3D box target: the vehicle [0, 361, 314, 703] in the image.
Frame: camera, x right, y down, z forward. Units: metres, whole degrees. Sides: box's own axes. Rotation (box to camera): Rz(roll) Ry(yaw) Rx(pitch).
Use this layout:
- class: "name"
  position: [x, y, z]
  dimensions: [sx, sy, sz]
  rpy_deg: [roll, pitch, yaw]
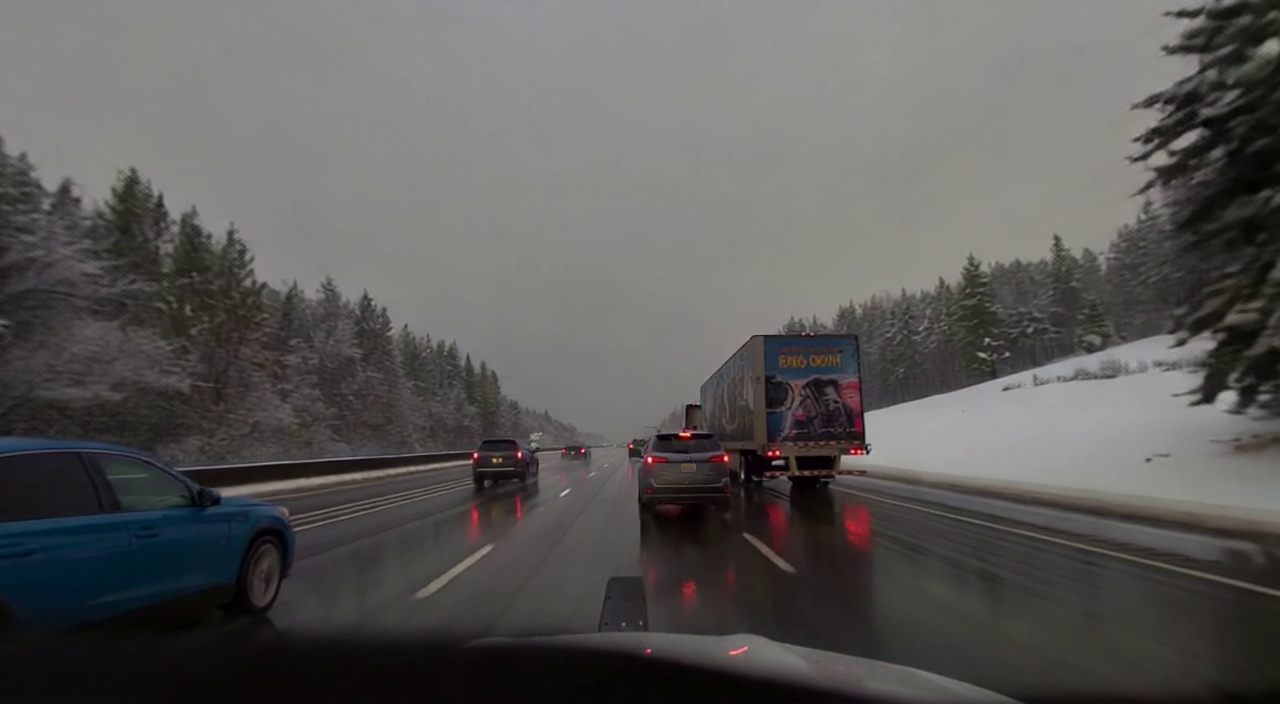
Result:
- class: "vehicle"
  position: [-4.040, 0.963, 3.548]
  dimensions: [1.983, 1.666, 4.452]
  rpy_deg: [0, -8, 0]

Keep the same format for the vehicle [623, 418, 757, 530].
- class: "vehicle"
  position: [0.712, 2.091, 11.273]
  dimensions: [2.017, 1.662, 3.543]
  rpy_deg: [0, -8, -1]

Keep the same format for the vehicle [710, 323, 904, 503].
- class: "vehicle"
  position: [4.537, 2.366, 21.409]
  dimensions: [2.828, 4.081, 14.220]
  rpy_deg: [0, -8, 0]

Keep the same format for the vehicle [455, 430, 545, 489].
- class: "vehicle"
  position: [-4.250, 3.315, 19.740]
  dimensions: [1.905, 1.642, 3.803]
  rpy_deg: [0, -8, 1]

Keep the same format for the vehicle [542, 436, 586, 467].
- class: "vehicle"
  position: [-4.380, 5.795, 36.905]
  dimensions: [2.014, 1.683, 4.275]
  rpy_deg: [0, -8, 1]

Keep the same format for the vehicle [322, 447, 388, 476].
- class: "vehicle"
  position: [-15.869, 6.103, 35.276]
  dimensions: [1.772, 1.495, 3.954]
  rpy_deg: [0, -8, 1]
